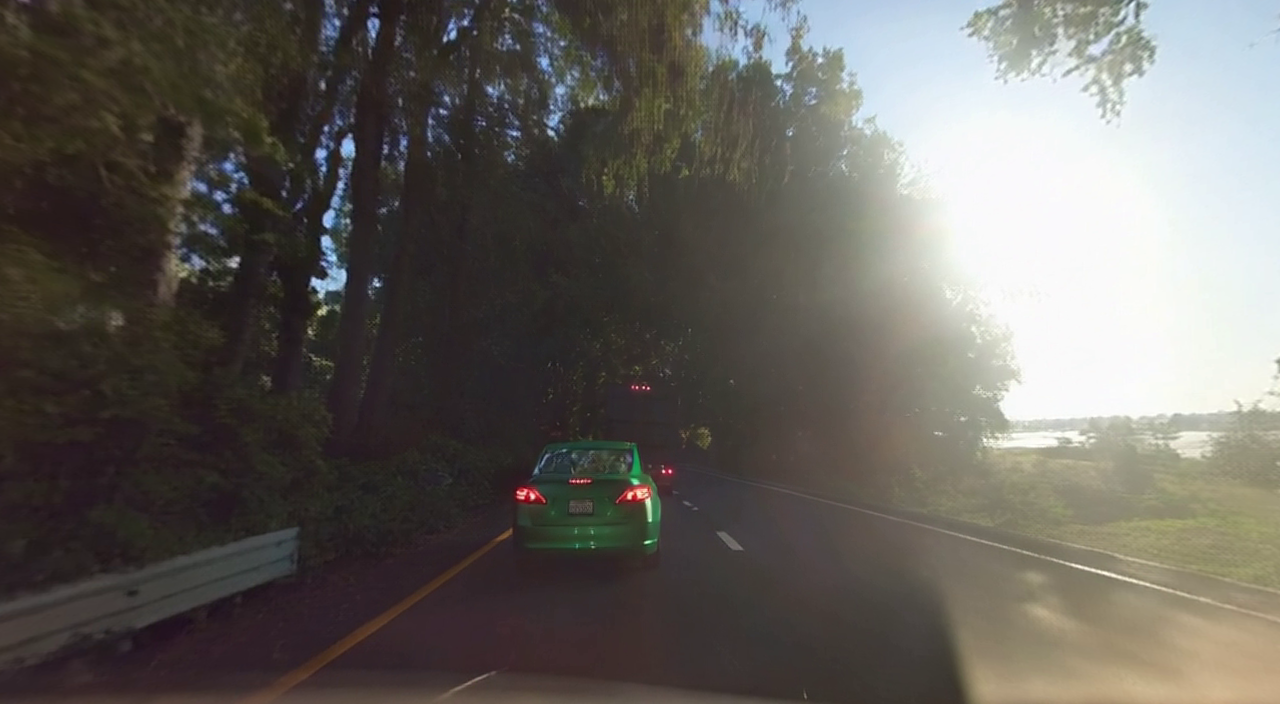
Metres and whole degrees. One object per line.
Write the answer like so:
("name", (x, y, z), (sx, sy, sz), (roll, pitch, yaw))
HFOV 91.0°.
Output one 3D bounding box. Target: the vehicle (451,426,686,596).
("vehicle", (-0.619, 1.718, 7.675), (2.076, 1.490, 4.078), (0, -9, 0))
